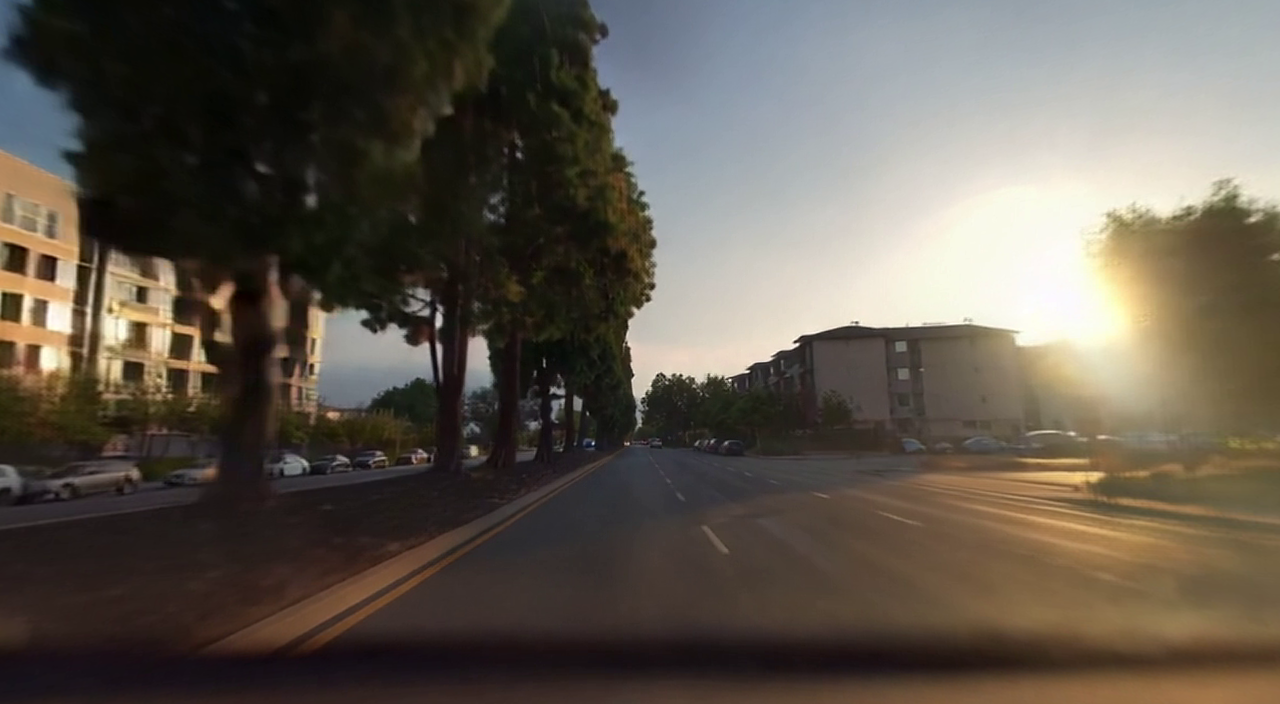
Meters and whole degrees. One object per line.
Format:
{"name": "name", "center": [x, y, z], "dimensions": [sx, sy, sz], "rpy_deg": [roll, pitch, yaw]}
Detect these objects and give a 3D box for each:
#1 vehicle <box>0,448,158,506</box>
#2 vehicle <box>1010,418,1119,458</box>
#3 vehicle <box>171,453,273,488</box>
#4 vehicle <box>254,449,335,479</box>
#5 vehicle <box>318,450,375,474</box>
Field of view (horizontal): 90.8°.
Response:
{"name": "vehicle", "center": [-21.186, 4.657, 24.055], "dimensions": [1.879, 1.757, 4.656], "rpy_deg": [-3, -7, 3]}
{"name": "vehicle", "center": [31.030, 6.284, 46.221], "dimensions": [6.797, 2.774, 2.304], "rpy_deg": [2, -9, -12]}
{"name": "vehicle", "center": [-20.316, 5.753, 31.003], "dimensions": [1.798, 1.487, 4.486], "rpy_deg": [0, -8, 2]}
{"name": "vehicle", "center": [-19.711, 6.425, 36.301], "dimensions": [1.920, 1.561, 4.654], "rpy_deg": [-1, -10, 2]}
{"name": "vehicle", "center": [-19.820, 7.409, 42.842], "dimensions": [1.959, 1.459, 4.150], "rpy_deg": [0, -8, -2]}
